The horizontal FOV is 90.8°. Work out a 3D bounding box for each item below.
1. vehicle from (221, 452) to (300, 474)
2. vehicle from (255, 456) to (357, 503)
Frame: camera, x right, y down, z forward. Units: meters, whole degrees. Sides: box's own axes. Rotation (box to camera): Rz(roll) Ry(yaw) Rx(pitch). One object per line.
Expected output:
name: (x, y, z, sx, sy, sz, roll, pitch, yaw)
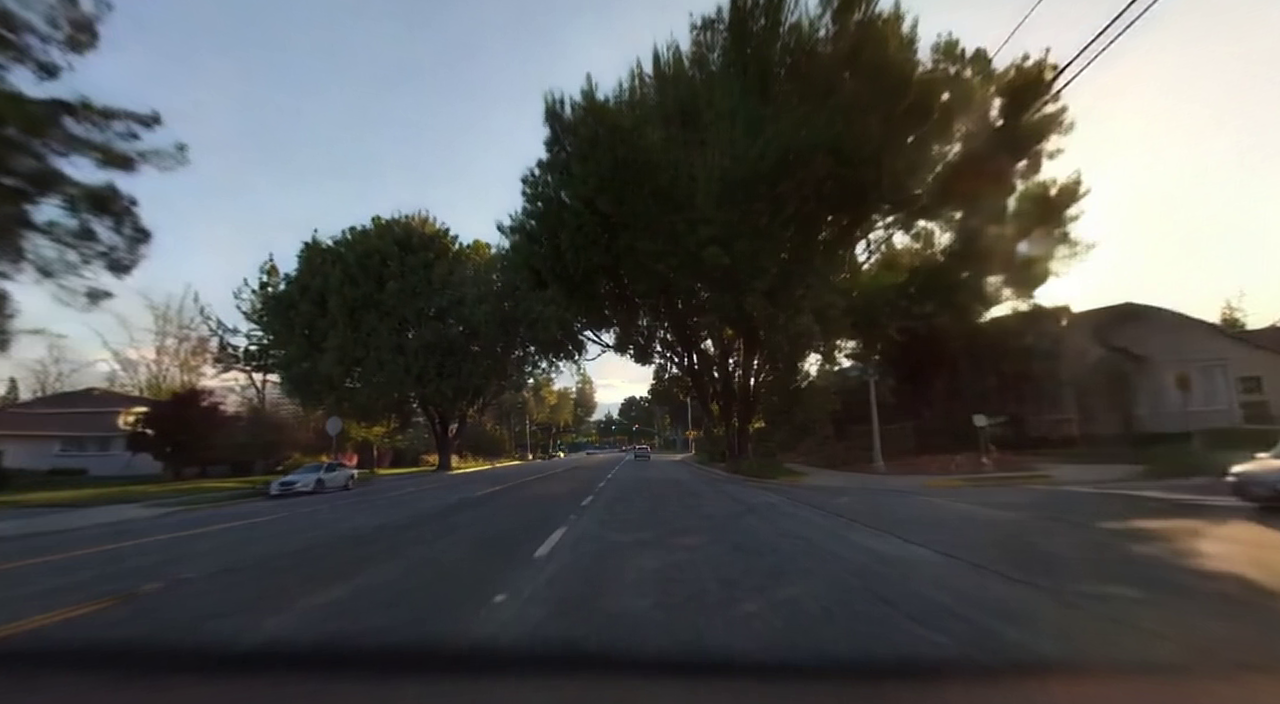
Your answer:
vehicle: (-28.468, 8.339, 47.545, 4.637, 1.472, 1.944, 0, -8, -3)
vehicle: (-13.859, 5.277, 26.555, 1.941, 1.501, 4.432, -4, -7, 0)
